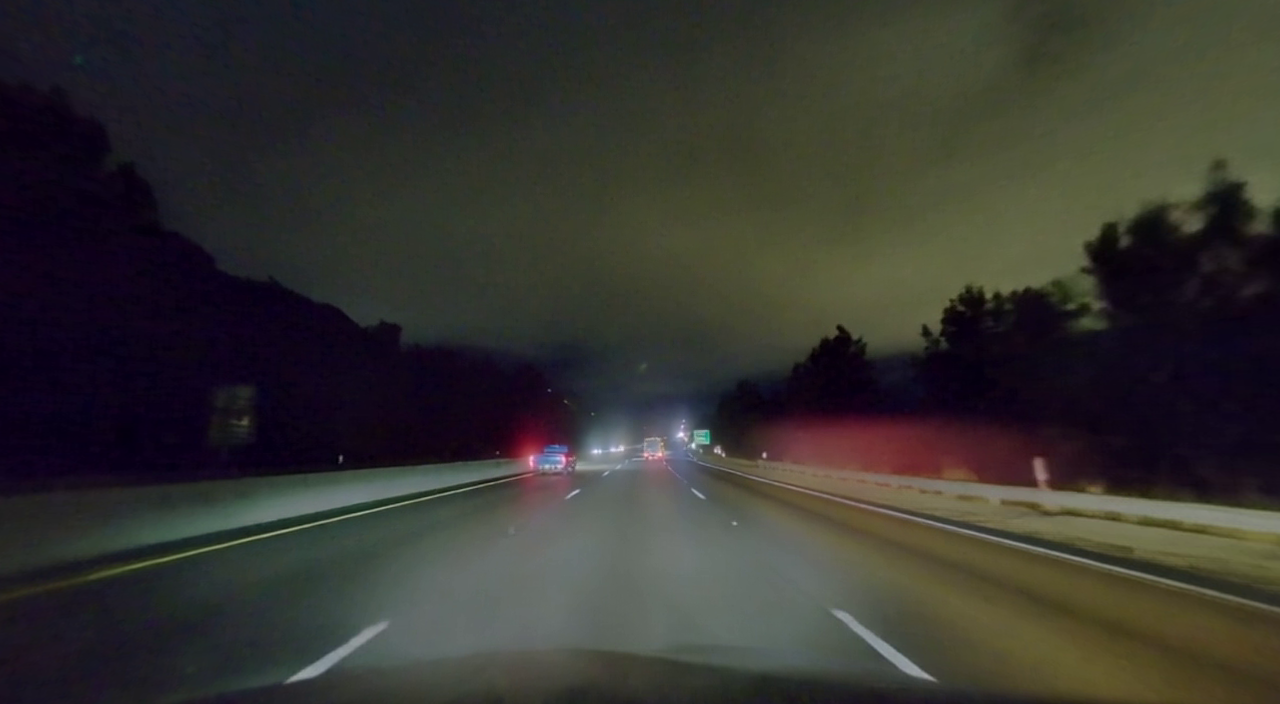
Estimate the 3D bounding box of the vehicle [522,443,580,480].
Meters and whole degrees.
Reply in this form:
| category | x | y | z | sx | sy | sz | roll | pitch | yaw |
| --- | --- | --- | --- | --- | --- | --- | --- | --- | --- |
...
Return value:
| category | x | y | z | sx | sy | sz | roll | pitch | yaw |
| --- | --- | --- | --- | --- | --- | --- | --- | --- | --- |
| vehicle | -4.123 | 5.136 | 29.818 | 2.035 | 1.595 | 4.022 | 0 | -9 | 1 |
